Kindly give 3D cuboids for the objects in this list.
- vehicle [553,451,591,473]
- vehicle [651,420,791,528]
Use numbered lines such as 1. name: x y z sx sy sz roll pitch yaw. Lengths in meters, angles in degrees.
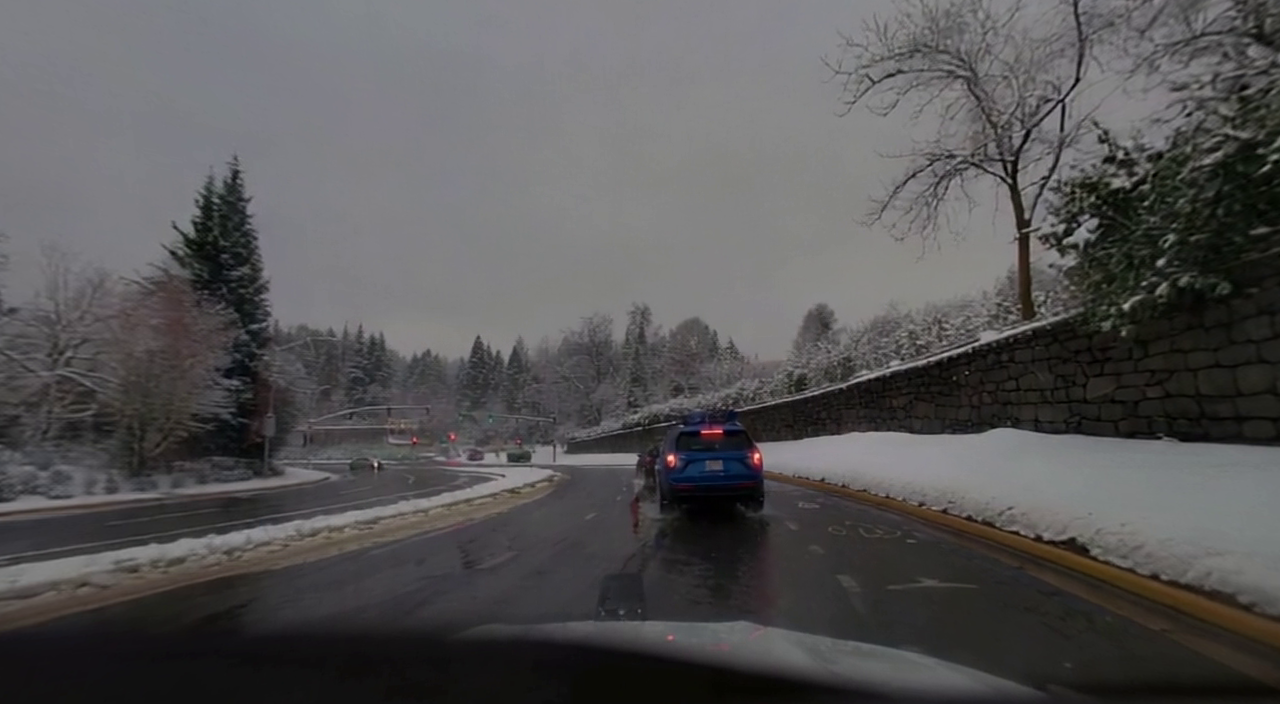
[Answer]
1. vehicle: -4.923 7.864 45.376 2.023 1.474 4.286 2 -9 -15
2. vehicle: 1.430 2.330 12.613 2.287 1.762 4.269 0 -9 3
